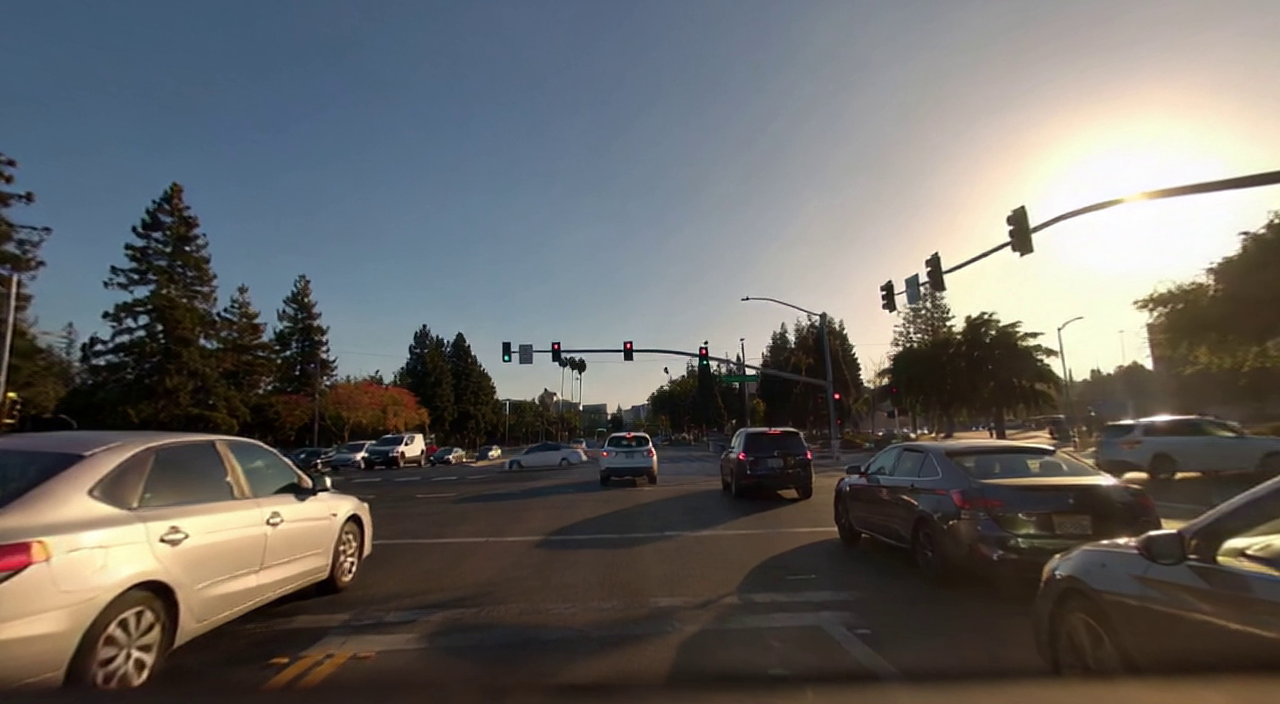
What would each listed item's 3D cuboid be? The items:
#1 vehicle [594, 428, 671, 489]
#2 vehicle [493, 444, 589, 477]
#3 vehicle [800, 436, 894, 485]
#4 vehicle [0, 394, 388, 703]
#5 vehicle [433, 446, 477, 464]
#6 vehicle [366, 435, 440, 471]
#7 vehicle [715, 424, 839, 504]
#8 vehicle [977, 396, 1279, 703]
[{"bbox_3d":[-0.202,3.377,20.320,2.215,1.749,3.976,0,-8,1],"label":"vehicle"},{"bbox_3d":[-4.366,4.832,28.213,4.094,1.328,1.700,0,-8,-4],"label":"vehicle"},{"bbox_3d":[6.717,3.548,20.950,1.847,1.432,4.039,-1,-8,2],"label":"vehicle"},{"bbox_3d":[-3.560,1.162,4.166,1.941,1.492,4.399,0,-8,0],"label":"vehicle"},{"bbox_3d":[-14.026,7.816,48.039,1.926,1.325,4.162,-1,-8,3],"label":"vehicle"},{"bbox_3d":[-13.991,5.957,37.559,2.196,1.961,5.359,-1,-8,1],"label":"vehicle"},{"bbox_3d":[3.230,2.748,15.954,2.097,1.707,4.461,0,-8,0],"label":"vehicle"},{"bbox_3d":[3.094,0.826,1.725,1.960,1.460,4.233,0,-8,0],"label":"vehicle"}]
